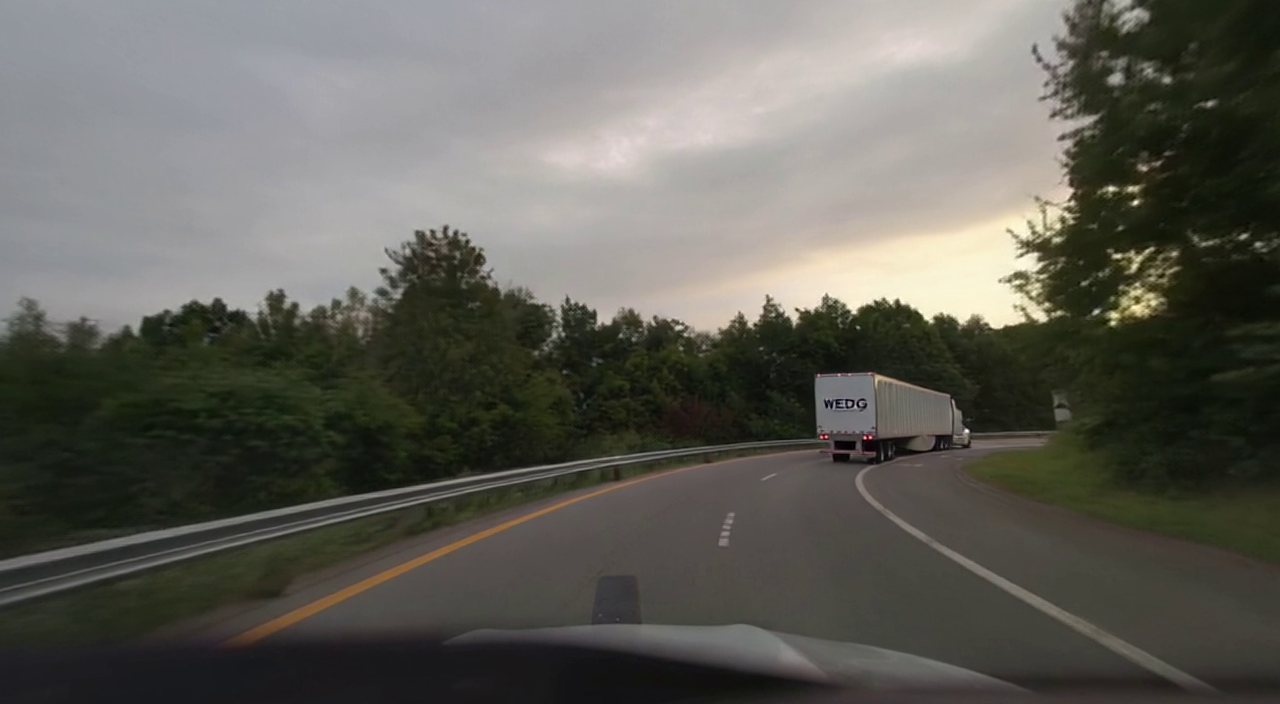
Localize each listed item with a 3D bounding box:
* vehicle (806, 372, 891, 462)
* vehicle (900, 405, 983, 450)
[{"bbox_3d":[9.510,3.008,28.583,2.963,3.771,3.137,-4,-9,29],"label":"vehicle"},{"bbox_3d":[18.451,4.653,38.312,6.650,2.524,2.120,7,-10,-42],"label":"vehicle"}]
